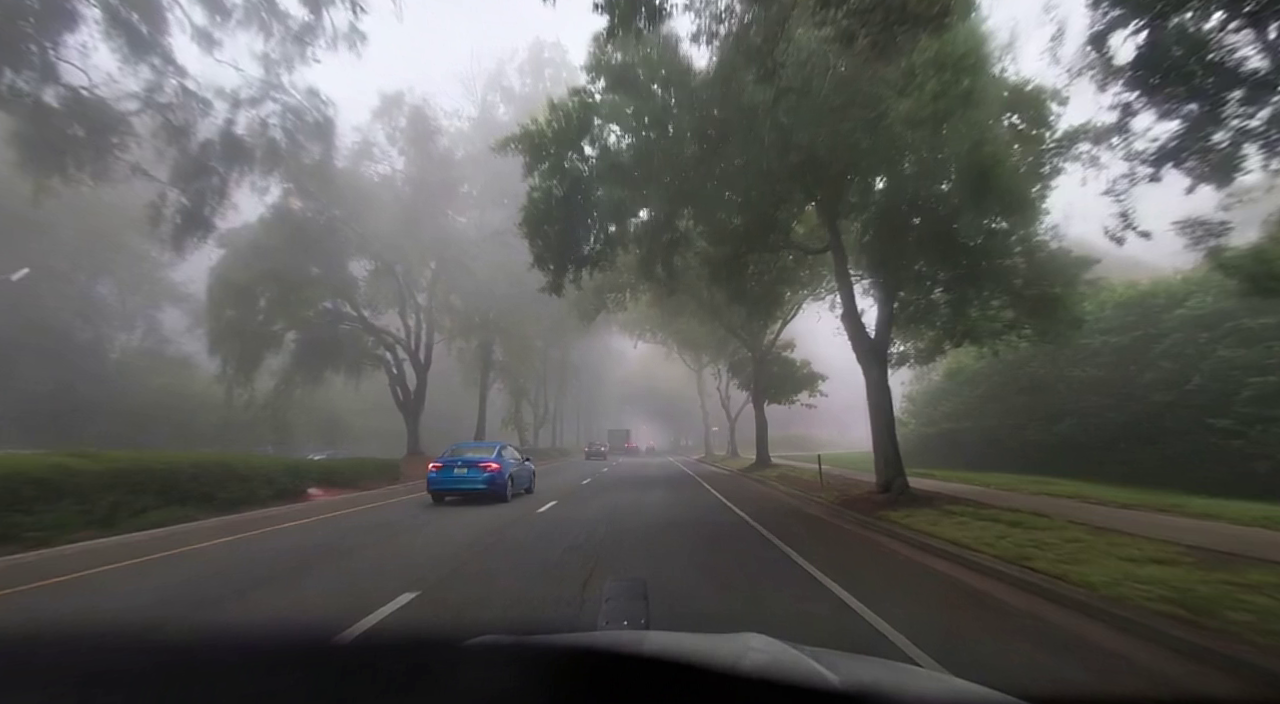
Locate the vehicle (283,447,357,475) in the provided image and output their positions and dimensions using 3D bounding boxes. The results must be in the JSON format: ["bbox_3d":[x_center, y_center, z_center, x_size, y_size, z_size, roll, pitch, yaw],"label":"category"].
[{"bbox_3d":[-18.086,6.176,35.861,1.839,1.458,4.402,0,-8,0],"label":"vehicle"}]

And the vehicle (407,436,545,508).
[{"bbox_3d":[-3.741,2.819,15.331,2.033,1.454,4.512,0,-8,2],"label":"vehicle"}]
